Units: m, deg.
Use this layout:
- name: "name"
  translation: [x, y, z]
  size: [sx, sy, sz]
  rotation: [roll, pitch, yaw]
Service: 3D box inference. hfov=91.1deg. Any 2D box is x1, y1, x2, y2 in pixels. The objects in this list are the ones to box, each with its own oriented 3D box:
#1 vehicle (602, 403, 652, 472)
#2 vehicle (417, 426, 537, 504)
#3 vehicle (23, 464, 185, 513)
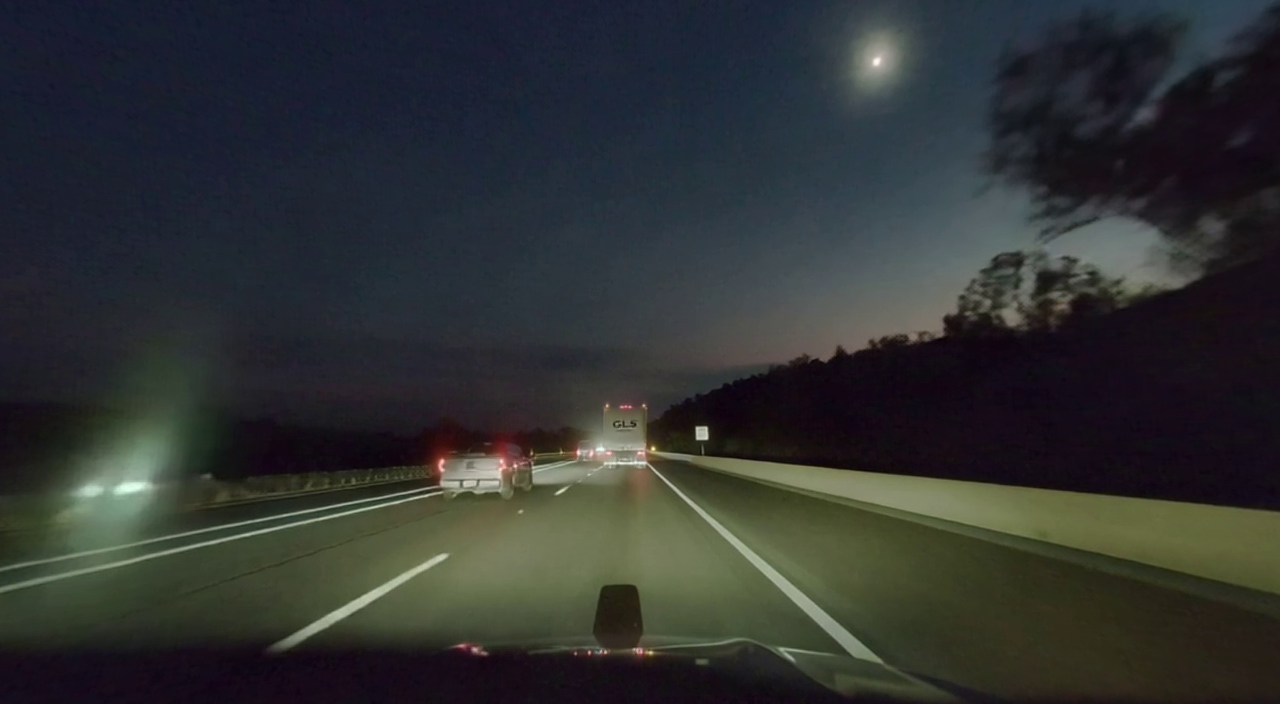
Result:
- name: "vehicle"
  translation: [-0.884, 5.753, 41.628]
  size: [2.923, 4.007, 9.760]
  rotation: [0, -9, -1]
- name: "vehicle"
  translation: [-4.582, 3.281, 18.627]
  size: [2.226, 1.935, 5.130]
  rotation: [0, -9, -1]
- name: "vehicle"
  translation: [-18.551, 4.719, 22.107]
  size: [1.839, 1.427, 4.416]
  rotation: [0, -9, -1]
